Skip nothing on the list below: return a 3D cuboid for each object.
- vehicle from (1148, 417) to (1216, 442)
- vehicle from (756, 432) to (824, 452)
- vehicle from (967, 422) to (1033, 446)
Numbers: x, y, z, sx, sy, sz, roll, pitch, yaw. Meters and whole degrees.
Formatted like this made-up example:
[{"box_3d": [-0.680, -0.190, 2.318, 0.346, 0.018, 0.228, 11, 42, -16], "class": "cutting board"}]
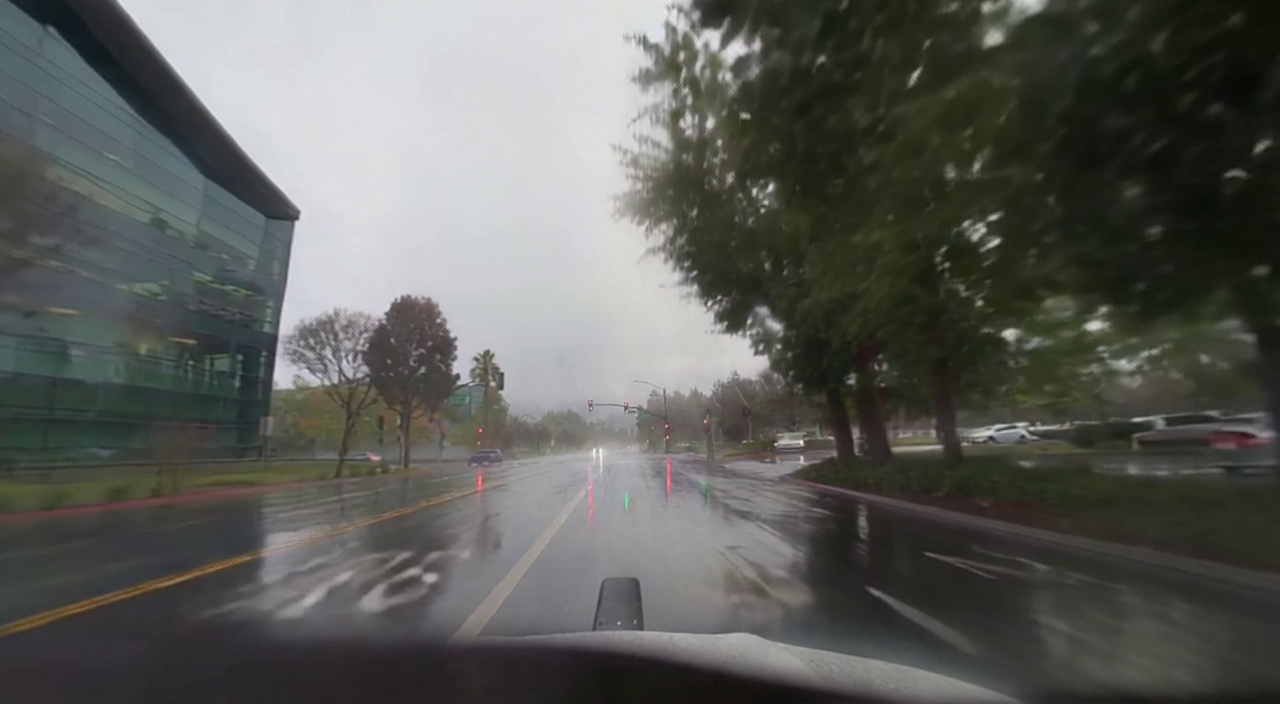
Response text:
[{"box_3d": [36.917, 5.269, 43.204, 1.675, 1.498, 3.589, 1, -4, 3], "class": "vehicle"}, {"box_3d": [11.575, 6.958, 49.067, 4.670, 1.476, 2.042, 0, -8, -1], "class": "vehicle"}, {"box_3d": [24.225, 5.588, 42.739, 1.859, 1.453, 4.076, 0, -9, -2], "class": "vehicle"}]
